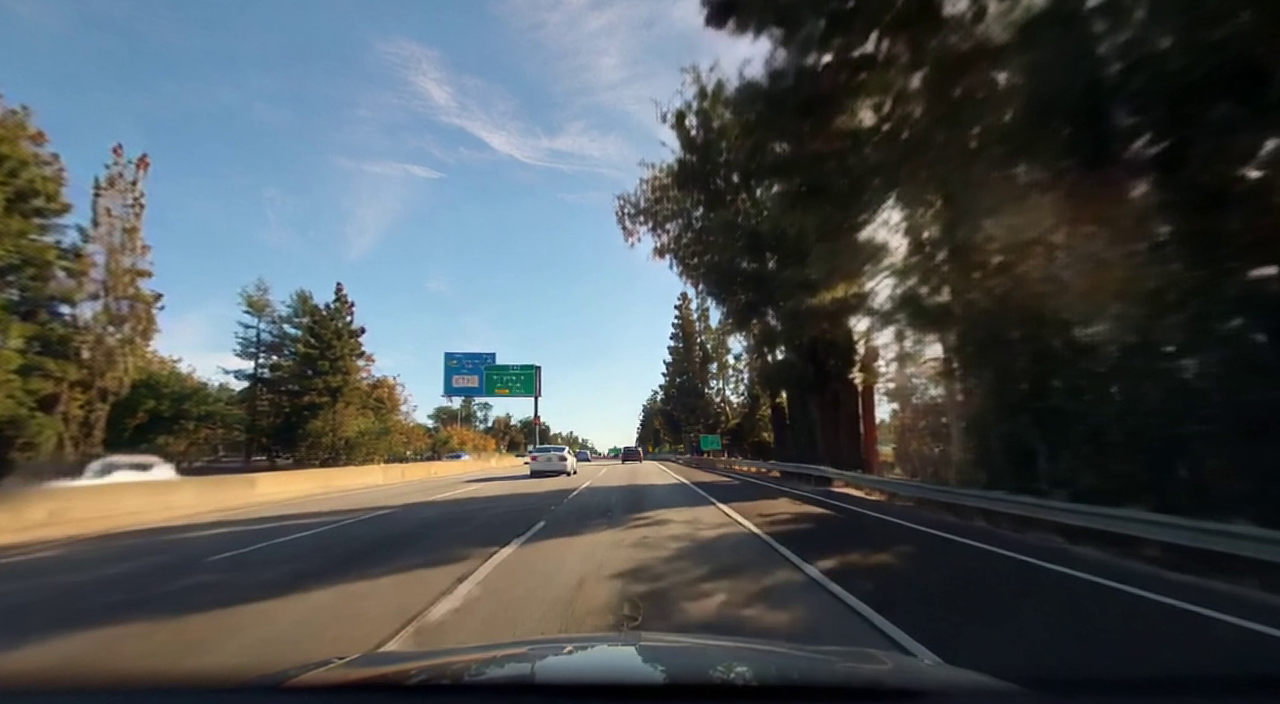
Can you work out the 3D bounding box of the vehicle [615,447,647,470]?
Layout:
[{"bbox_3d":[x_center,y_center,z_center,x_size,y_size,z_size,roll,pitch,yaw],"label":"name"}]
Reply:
[{"bbox_3d":[-0.648,7.479,44.467,2.100,1.471,3.956,0,-8,-1],"label":"vehicle"}]

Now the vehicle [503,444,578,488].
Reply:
[{"bbox_3d":[-3.701,4.331,24.309,2.067,1.509,4.551,0,-8,1],"label":"vehicle"}]

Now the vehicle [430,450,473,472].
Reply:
[{"bbox_3d":[-13.784,7.985,46.444,1.939,1.475,4.365,1,-9,-2],"label":"vehicle"}]

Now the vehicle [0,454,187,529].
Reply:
[{"bbox_3d":[-13.542,3.227,15.211,1.854,1.459,4.565,0,-8,0],"label":"vehicle"}]
